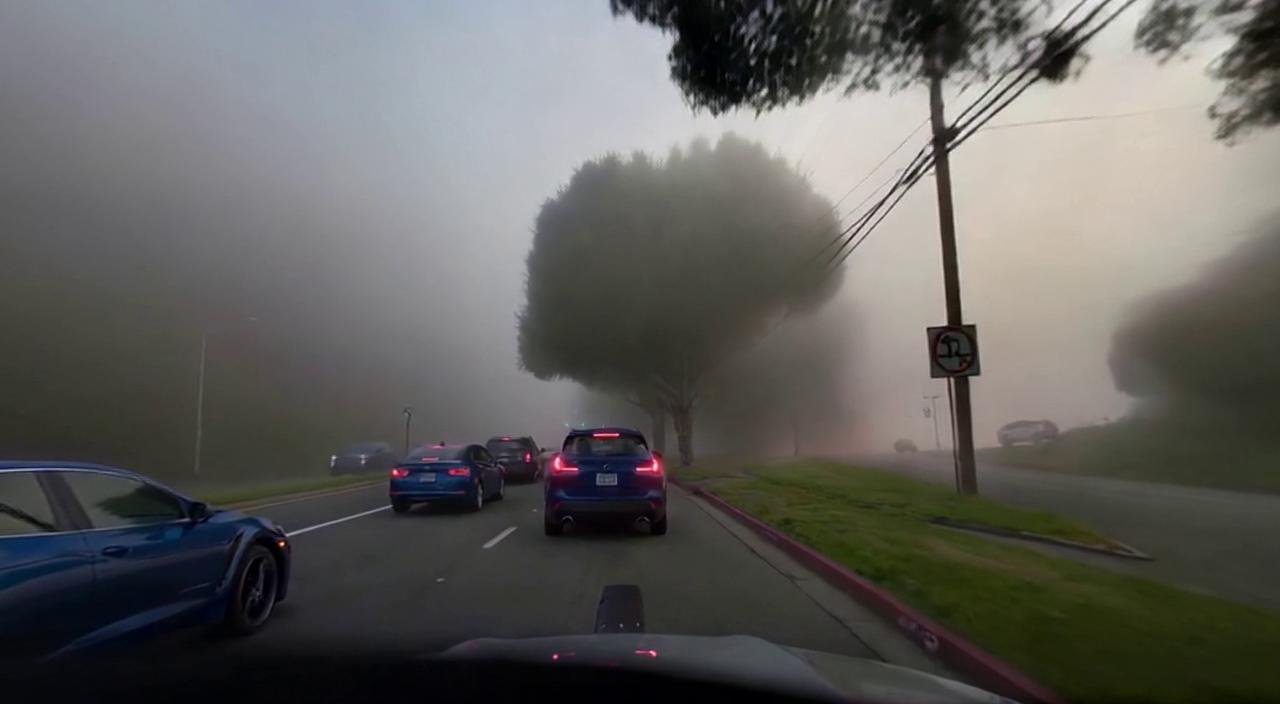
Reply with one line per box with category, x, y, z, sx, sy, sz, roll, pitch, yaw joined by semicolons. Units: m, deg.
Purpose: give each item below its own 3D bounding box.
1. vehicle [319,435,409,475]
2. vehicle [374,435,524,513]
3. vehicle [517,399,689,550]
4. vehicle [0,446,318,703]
vehicle;-15.118;5.657;35.097;2.241;2.019;5.832;0;-8;1
vehicle;-4.129;2.705;14.552;2.087;1.485;4.452;0;-8;0
vehicle;-0.469;1.730;9.467;2.012;1.769;3.897;0;-8;-1
vehicle;-3.753;1.149;3.232;1.865;1.314;4.461;0;-8;0
